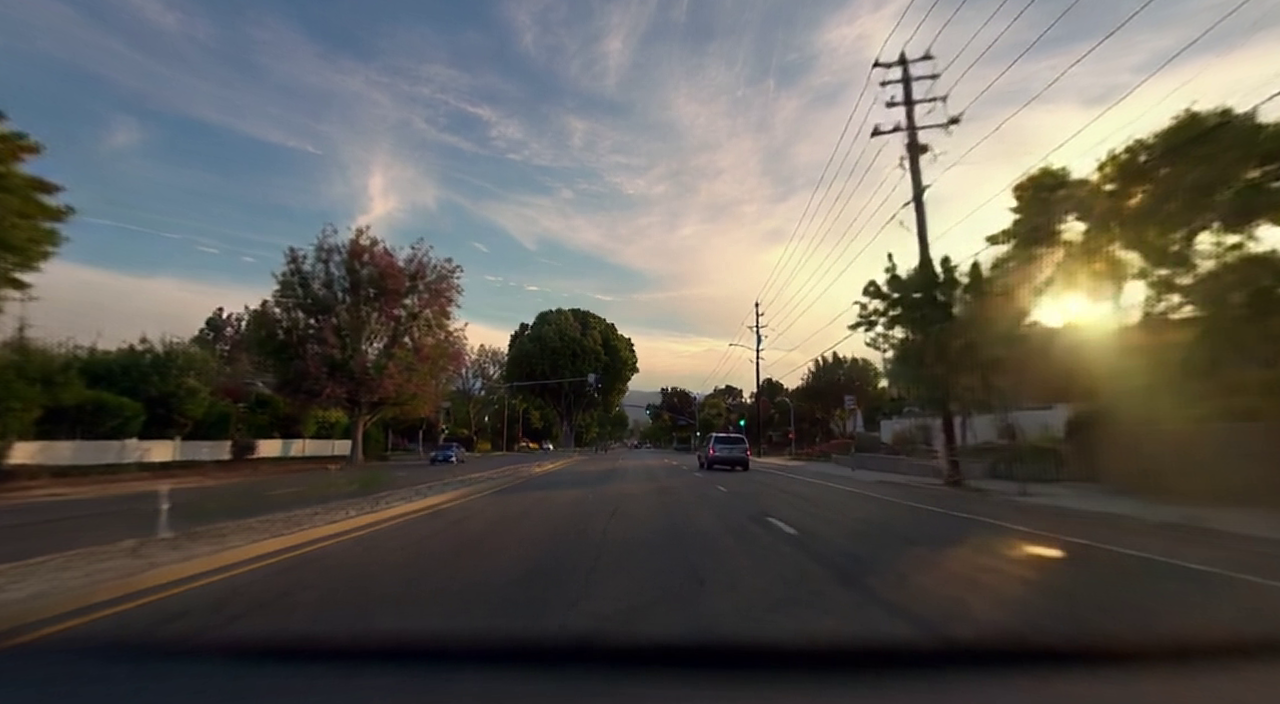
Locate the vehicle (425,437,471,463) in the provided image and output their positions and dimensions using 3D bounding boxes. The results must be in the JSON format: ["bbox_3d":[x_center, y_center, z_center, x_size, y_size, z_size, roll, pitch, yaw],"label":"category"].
[{"bbox_3d":[-13.348,6.830,44.037,1.925,1.670,4.371,0,-8,-1],"label":"vehicle"}]

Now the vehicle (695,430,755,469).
[{"bbox_3d":[4.101,4.817,31.222,2.240,1.781,4.433,0,-8,-1],"label":"vehicle"}]
